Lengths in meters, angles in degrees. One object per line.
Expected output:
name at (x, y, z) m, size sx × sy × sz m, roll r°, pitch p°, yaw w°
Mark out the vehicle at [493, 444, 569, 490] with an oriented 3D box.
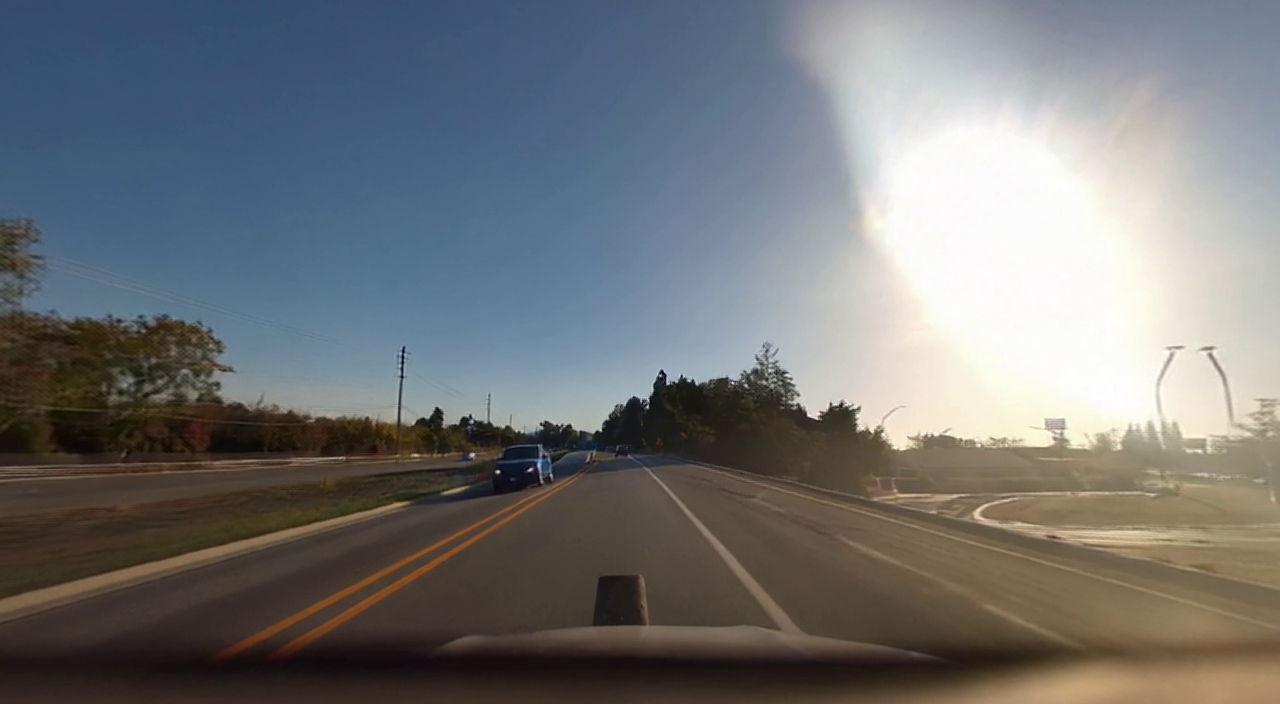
vehicle at (-3.887, 4.156, 23.124) m, size 1.722 × 1.523 × 3.736 m, roll -1°, pitch -9°, yaw 7°
